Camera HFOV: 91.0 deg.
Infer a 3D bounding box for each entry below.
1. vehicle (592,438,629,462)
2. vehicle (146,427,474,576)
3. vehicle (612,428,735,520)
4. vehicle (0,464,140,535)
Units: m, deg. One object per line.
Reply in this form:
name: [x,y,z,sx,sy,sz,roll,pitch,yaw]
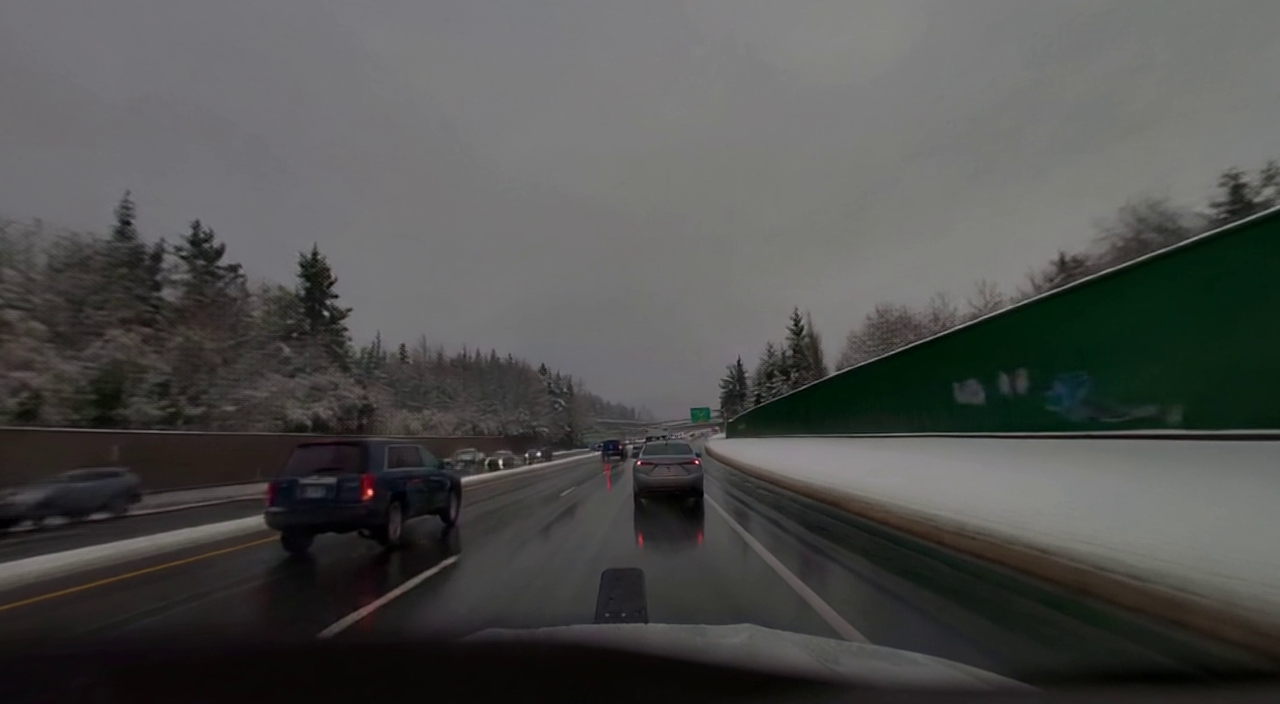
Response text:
vehicle: [-1.955,6.704,43.066,2.105,1.571,3.727,-1,-8,4]
vehicle: [-3.868,1.801,8.437,2.059,1.471,4.152,0,-8,2]
vehicle: [0.577,2.353,12.653,2.077,1.533,3.854,0,-8,1]
vehicle: [-15.047,3.625,15.917,1.692,1.413,3.747,0,-8,0]
